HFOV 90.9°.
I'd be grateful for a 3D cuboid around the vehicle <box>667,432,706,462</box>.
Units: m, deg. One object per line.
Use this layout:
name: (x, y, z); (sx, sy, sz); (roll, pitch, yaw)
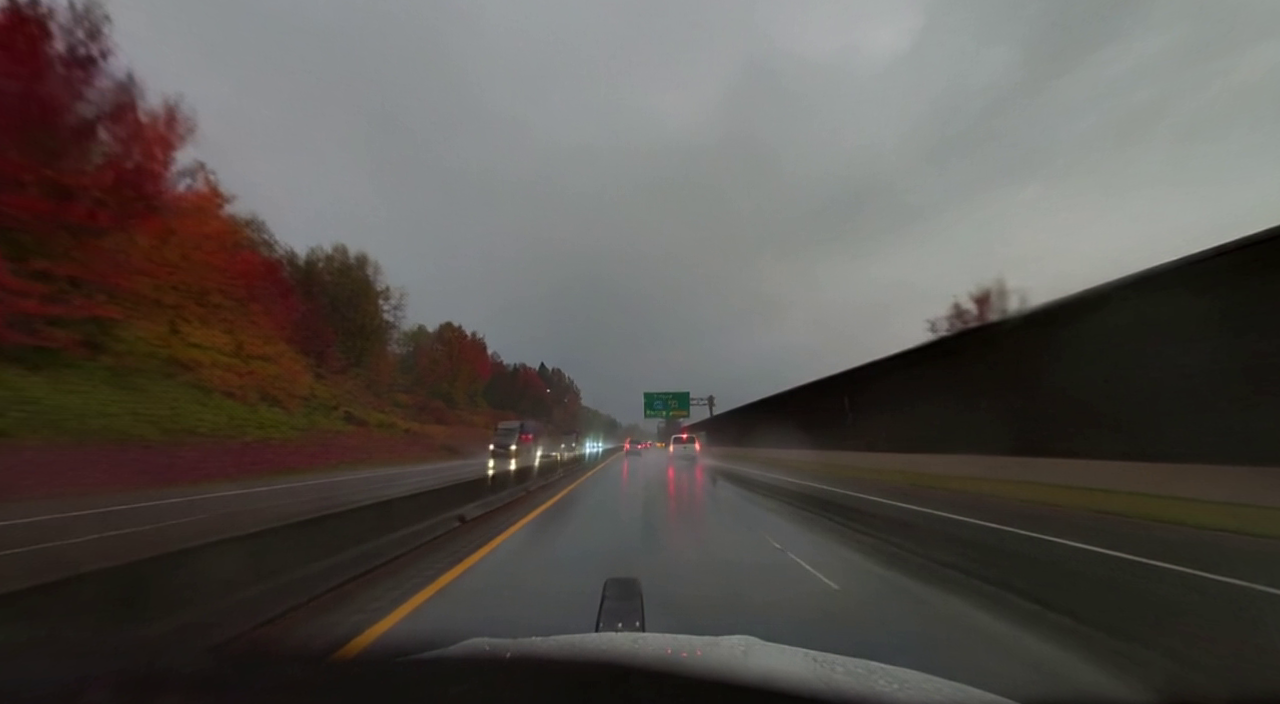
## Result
vehicle: (3.370, 7.007, 46.360); (2.393, 2.072, 4.958); (0, -8, -1)
